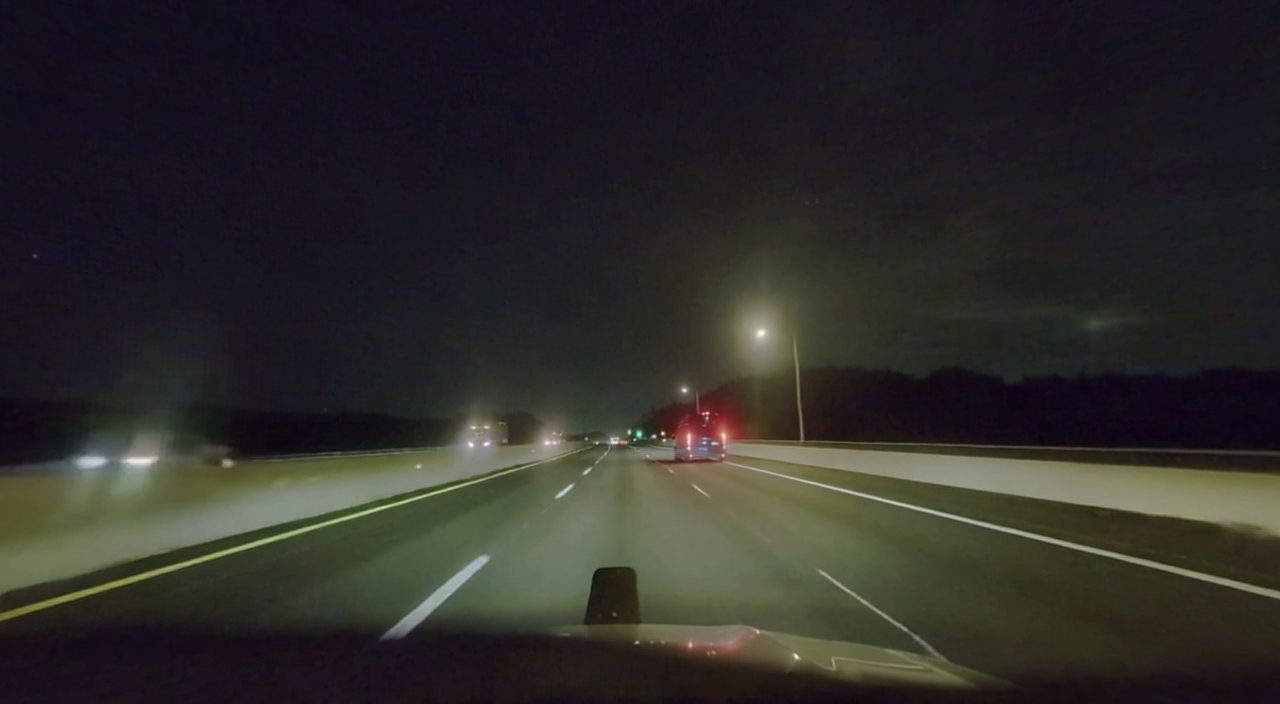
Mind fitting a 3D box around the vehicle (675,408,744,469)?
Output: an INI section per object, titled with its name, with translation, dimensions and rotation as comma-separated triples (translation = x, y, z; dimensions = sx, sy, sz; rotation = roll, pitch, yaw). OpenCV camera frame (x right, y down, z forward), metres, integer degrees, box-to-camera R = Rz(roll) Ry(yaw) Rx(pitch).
[vehicle]
translation = 3.280, 4.316, 31.407
dimensions = 2.431, 2.667, 6.921
rotation = 0, -8, -2
